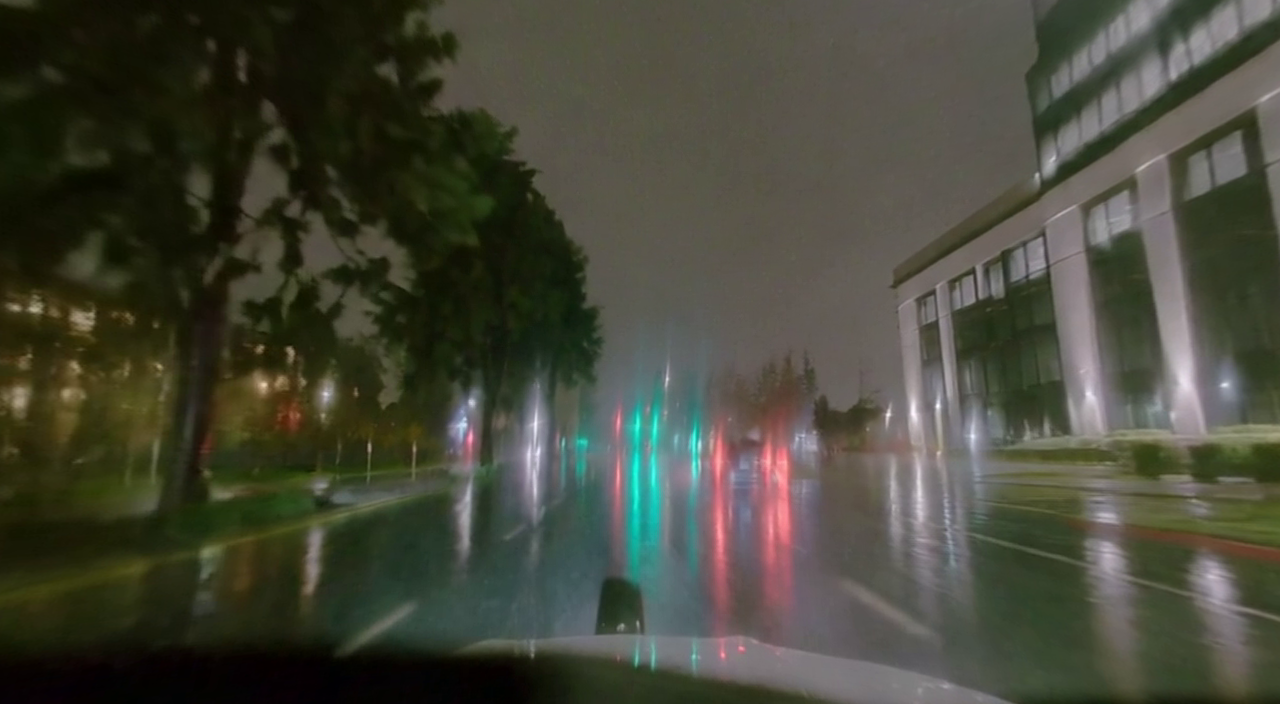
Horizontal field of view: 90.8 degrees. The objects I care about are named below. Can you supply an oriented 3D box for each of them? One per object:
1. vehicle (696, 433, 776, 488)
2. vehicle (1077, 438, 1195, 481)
[{"bbox_3d":[3.310,3.849,22.681,2.083,1.743,4.354,0,-9,-2],"label":"vehicle"},{"bbox_3d":[21.363,4.640,27.406,1.858,1.578,3.708,-3,-9,-3],"label":"vehicle"}]
